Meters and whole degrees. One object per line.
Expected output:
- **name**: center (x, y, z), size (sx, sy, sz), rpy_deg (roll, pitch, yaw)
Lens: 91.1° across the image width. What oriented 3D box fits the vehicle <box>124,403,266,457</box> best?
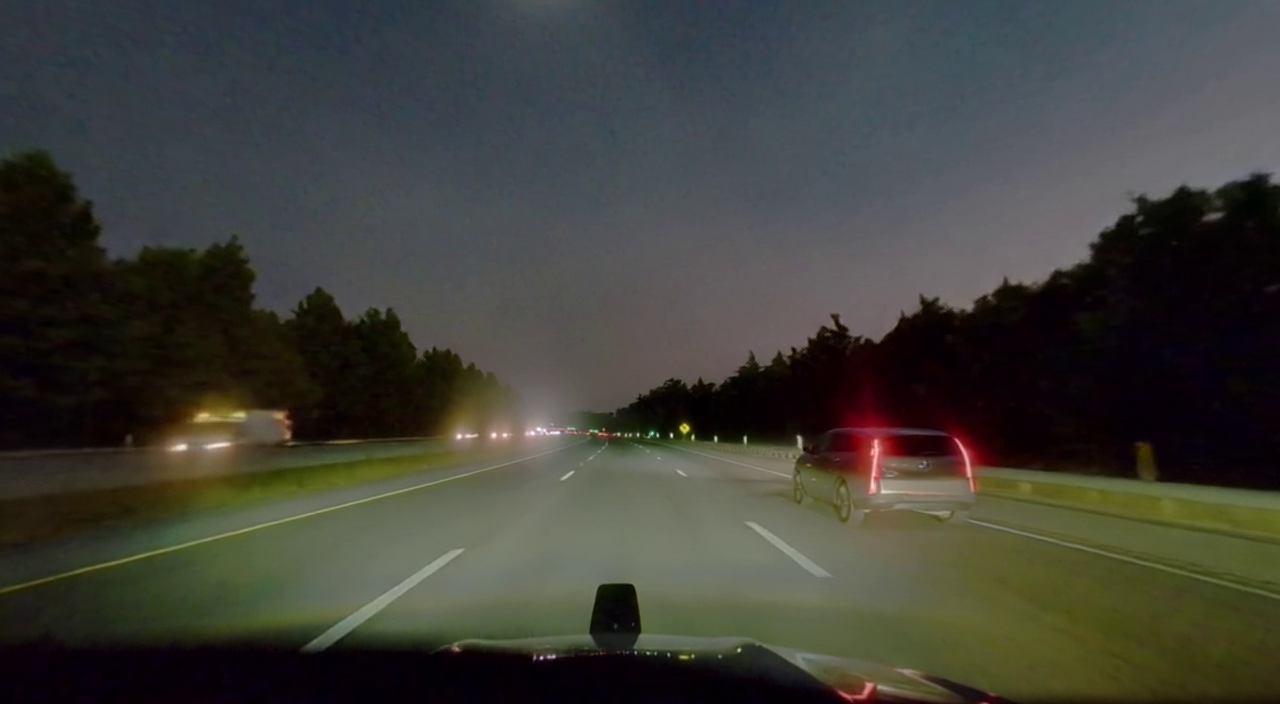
- **vehicle**: center (-17.642, 3.170, 25.321), size (2.171, 1.969, 4.913), rpy_deg (0, -8, -1)
